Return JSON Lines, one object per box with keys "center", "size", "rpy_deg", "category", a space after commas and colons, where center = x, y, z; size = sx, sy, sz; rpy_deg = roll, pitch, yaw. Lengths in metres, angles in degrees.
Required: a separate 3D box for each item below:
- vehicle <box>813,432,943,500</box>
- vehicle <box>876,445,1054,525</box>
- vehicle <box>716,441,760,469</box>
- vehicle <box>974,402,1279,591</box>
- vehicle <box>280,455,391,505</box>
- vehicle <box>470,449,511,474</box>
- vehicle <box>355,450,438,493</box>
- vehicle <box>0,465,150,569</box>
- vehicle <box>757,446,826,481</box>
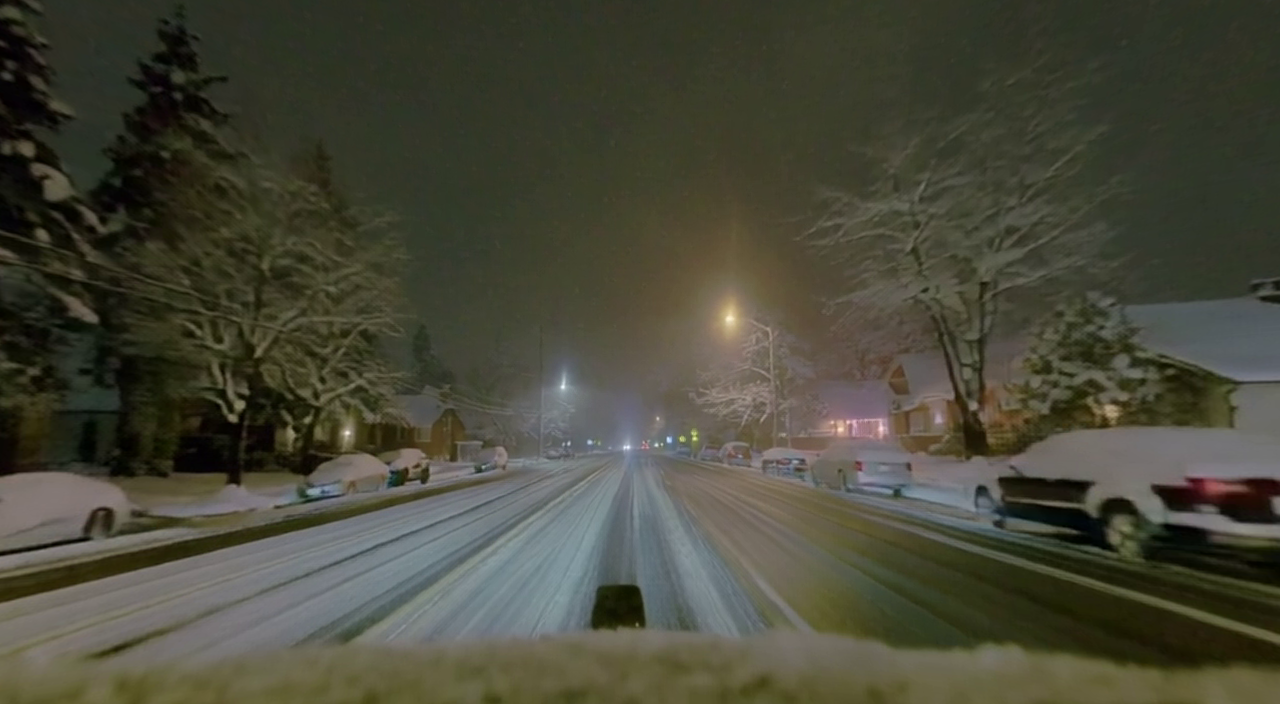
{"center": [7.210, 3.498, 19.883], "size": [2.064, 1.802, 5.293], "rpy_deg": [-1, -9, 1], "category": "vehicle"}
{"center": [6.793, 2.777, 13.871], "size": [1.882, 1.433, 4.622], "rpy_deg": [-2, -9, 6], "category": "vehicle"}
{"center": [6.776, 7.177, 44.188], "size": [2.087, 1.762, 5.493], "rpy_deg": [0, -9, -1], "category": "vehicle"}
{"center": [7.167, 1.833, 8.965], "size": [2.103, 1.912, 4.892], "rpy_deg": [0, -9, -1], "category": "vehicle"}
{"center": [-10.828, 4.550, 22.833], "size": [1.840, 1.526, 4.214], "rpy_deg": [-1, -9, 1], "category": "vehicle"}
{"center": [-11.132, 8.199, 47.364], "size": [2.048, 1.692, 4.635], "rpy_deg": [-2, -9, 0], "category": "vehicle"}
{"center": [-10.711, 5.288, 28.179], "size": [1.974, 1.682, 4.339], "rpy_deg": [-2, -9, 0], "category": "vehicle"}
{"center": [-10.805, 2.664, 10.184], "size": [2.007, 1.528, 4.710], "rpy_deg": [-2, -9, 0], "category": "vehicle"}
{"center": [7.114, 5.263, 30.166], "size": [1.982, 1.479, 4.687], "rpy_deg": [0, -9, -2], "category": "vehicle"}
